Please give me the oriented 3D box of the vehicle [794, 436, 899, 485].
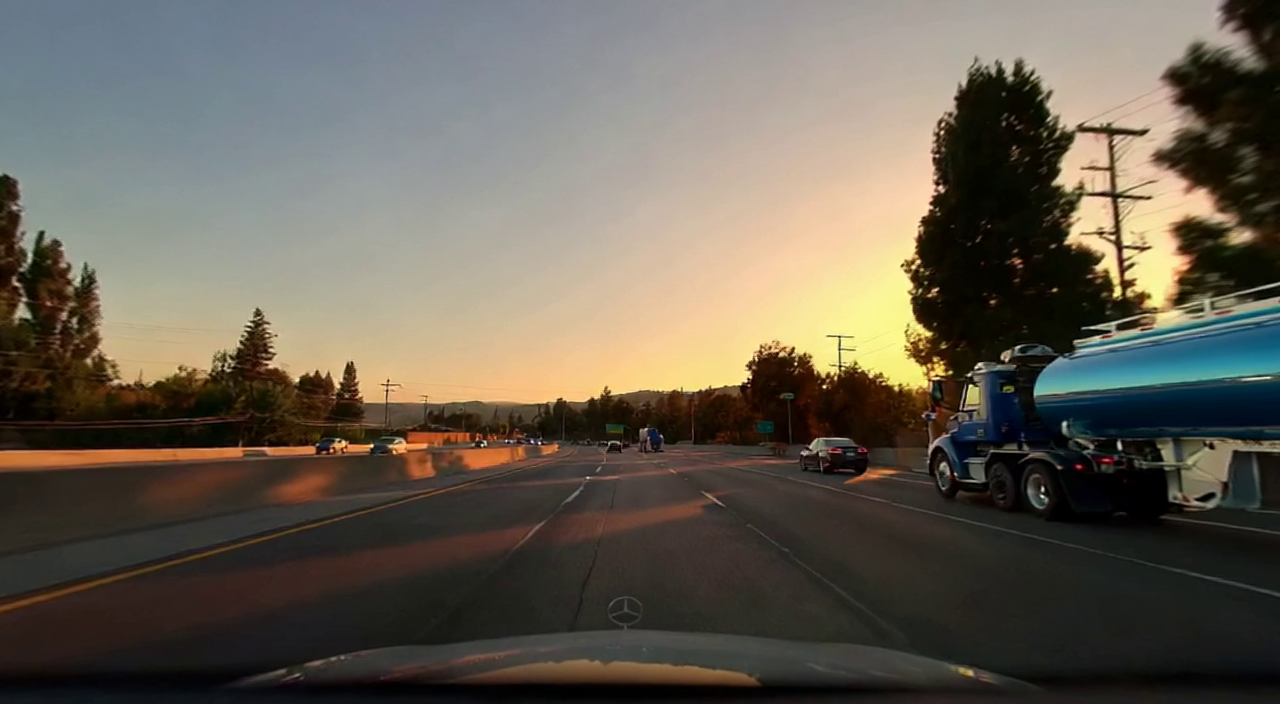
[{"bbox_3d":[6.883,3.658,21.601,1.905,1.480,4.624,0,-8,-2],"label":"vehicle"}]
